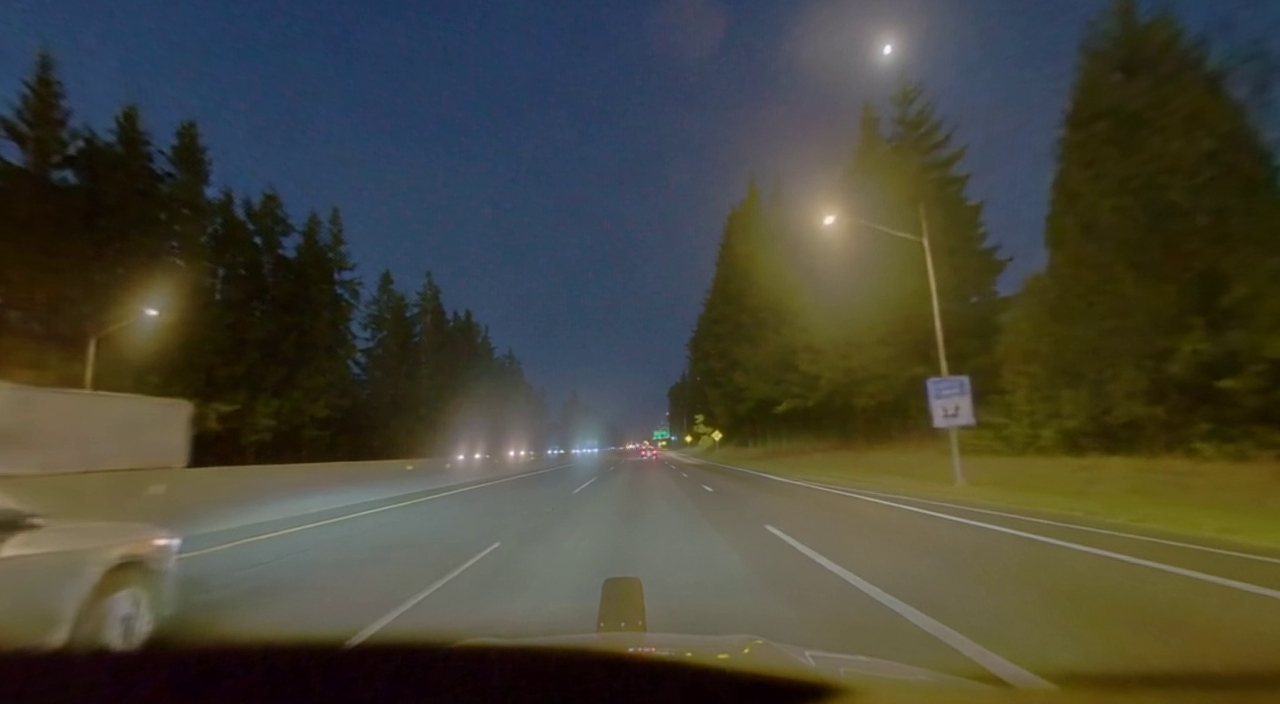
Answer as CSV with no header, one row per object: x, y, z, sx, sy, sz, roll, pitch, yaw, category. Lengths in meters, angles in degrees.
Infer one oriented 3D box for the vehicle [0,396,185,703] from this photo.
-4.144,0.865,2.223,1.936,1.545,4.116,0,-9,1,vehicle

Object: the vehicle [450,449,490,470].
-12.215,7.698,45.398,1.778,1.450,3.841,0,-9,1,vehicle
